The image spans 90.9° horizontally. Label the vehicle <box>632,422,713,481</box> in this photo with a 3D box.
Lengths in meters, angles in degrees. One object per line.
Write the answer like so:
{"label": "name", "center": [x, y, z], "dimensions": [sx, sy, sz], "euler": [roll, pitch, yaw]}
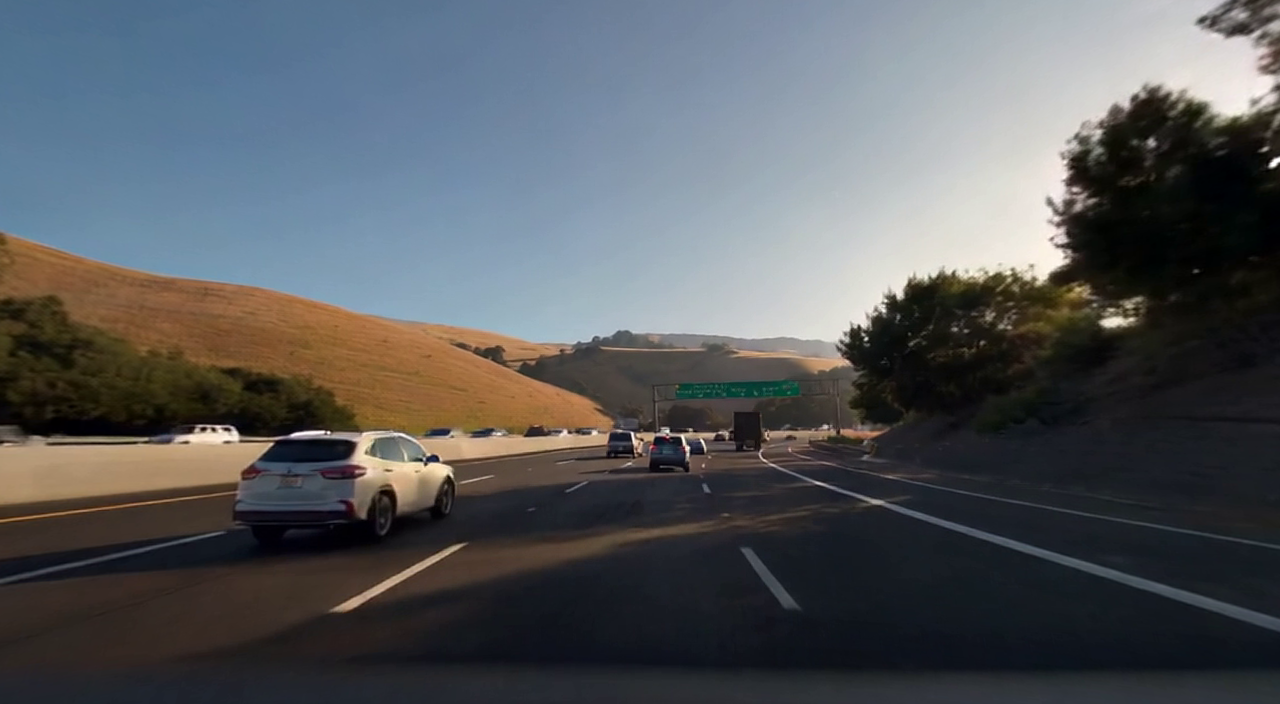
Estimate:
{"label": "vehicle", "center": [1.144, 3.412, 21.771], "dimensions": [2.484, 1.820, 4.497], "euler": [-1, -8, 4]}

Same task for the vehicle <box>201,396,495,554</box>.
{"label": "vehicle", "center": [-3.714, 1.667, 9.165], "dimensions": [2.077, 1.712, 4.406], "euler": [0, -8, 1]}

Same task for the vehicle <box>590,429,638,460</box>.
{"label": "vehicle", "center": [-1.458, 5.532, 37.619], "dimensions": [2.194, 1.702, 4.305], "euler": [-1, -8, 7]}
